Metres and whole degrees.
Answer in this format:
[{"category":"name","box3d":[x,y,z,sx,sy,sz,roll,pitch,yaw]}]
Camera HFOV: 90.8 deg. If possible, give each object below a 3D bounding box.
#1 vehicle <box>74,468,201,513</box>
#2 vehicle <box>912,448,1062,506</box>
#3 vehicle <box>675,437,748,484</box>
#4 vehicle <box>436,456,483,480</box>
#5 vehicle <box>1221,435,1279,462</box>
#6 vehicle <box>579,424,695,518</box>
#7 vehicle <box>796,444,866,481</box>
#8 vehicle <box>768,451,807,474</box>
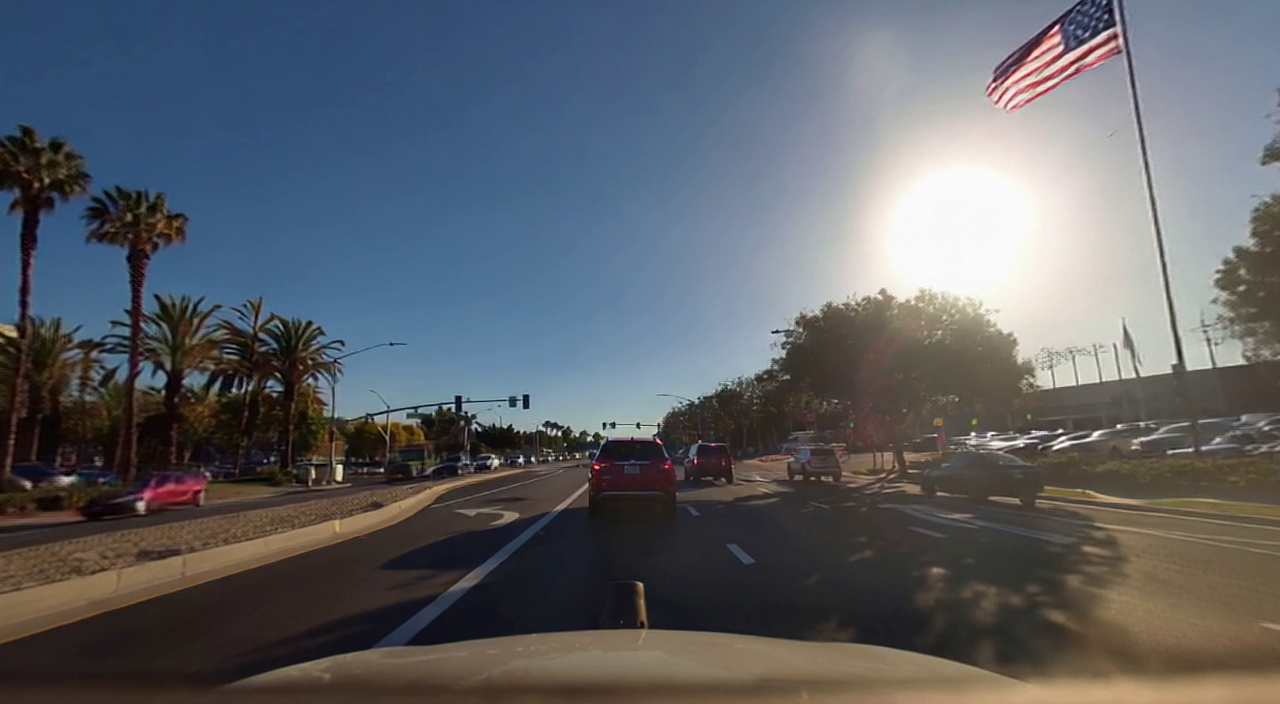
[{"category":"vehicle","box3d":[-21.784,5.988,27.682,1.873,1.484,4.571,-4,-9,0]},{"category":"vehicle","box3d":[9.973,3.597,18.650,1.967,1.485,4.267,0,-9,0]},{"category":"vehicle","box3d":[3.303,5.236,30.872,2.773,2.021,6.212,0,-9,-1]},{"category":"vehicle","box3d":[-12.227,7.857,43.153,1.965,1.475,4.209,0,-9,0]},{"category":"vehicle","box3d":[36.349,5.550,36.258,1.839,1.455,4.395,0,-9,2]},{"category":"vehicle","box3d":[-0.099,2.826,15.475,2.402,1.938,4.535,0,-9,-1]},{"category":"vehicle","box3d":[9.952,5.795,33.346,2.155,1.779,4.582,0,-9,-2]},{"category":"vehicle","box3d":[10.288,7.725,44.322,1.855,1.495,4.143,0,-9,1]}]
